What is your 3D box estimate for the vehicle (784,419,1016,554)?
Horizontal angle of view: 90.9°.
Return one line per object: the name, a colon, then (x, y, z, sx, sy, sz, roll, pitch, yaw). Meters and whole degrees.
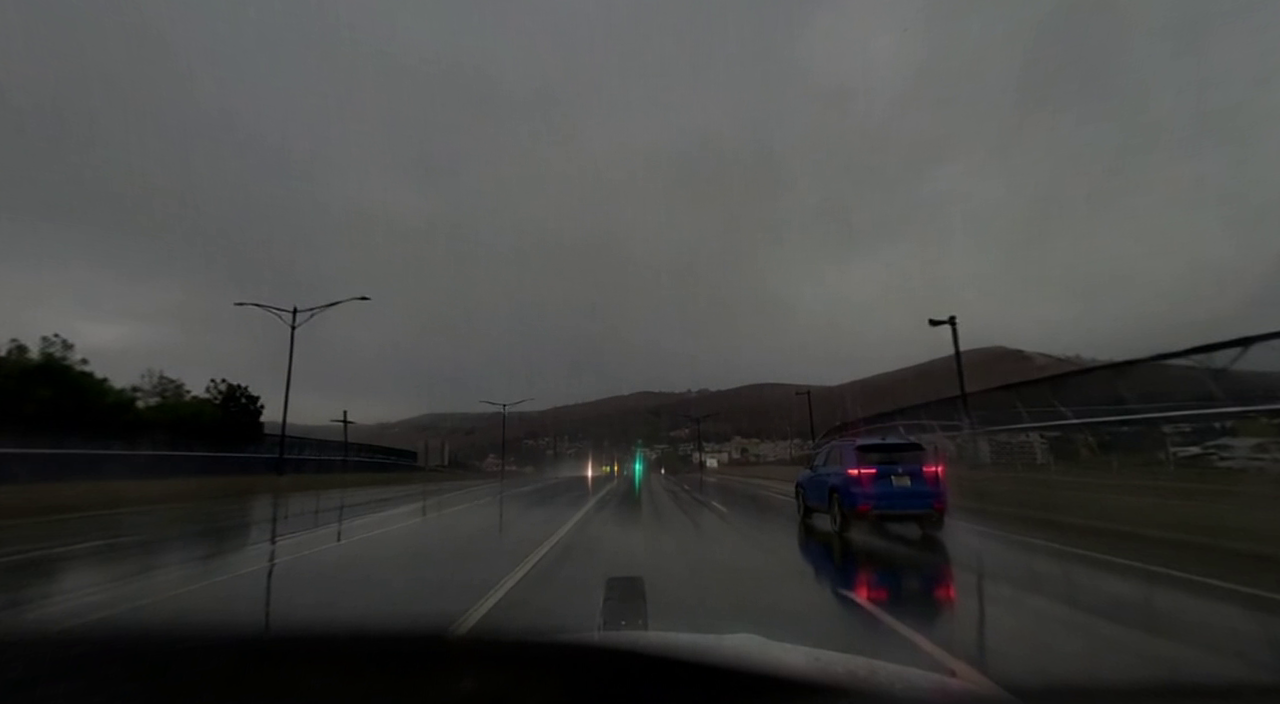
vehicle: (3.874, 2.068, 10.410, 1.989, 1.730, 4.324, 0, -8, 0)
